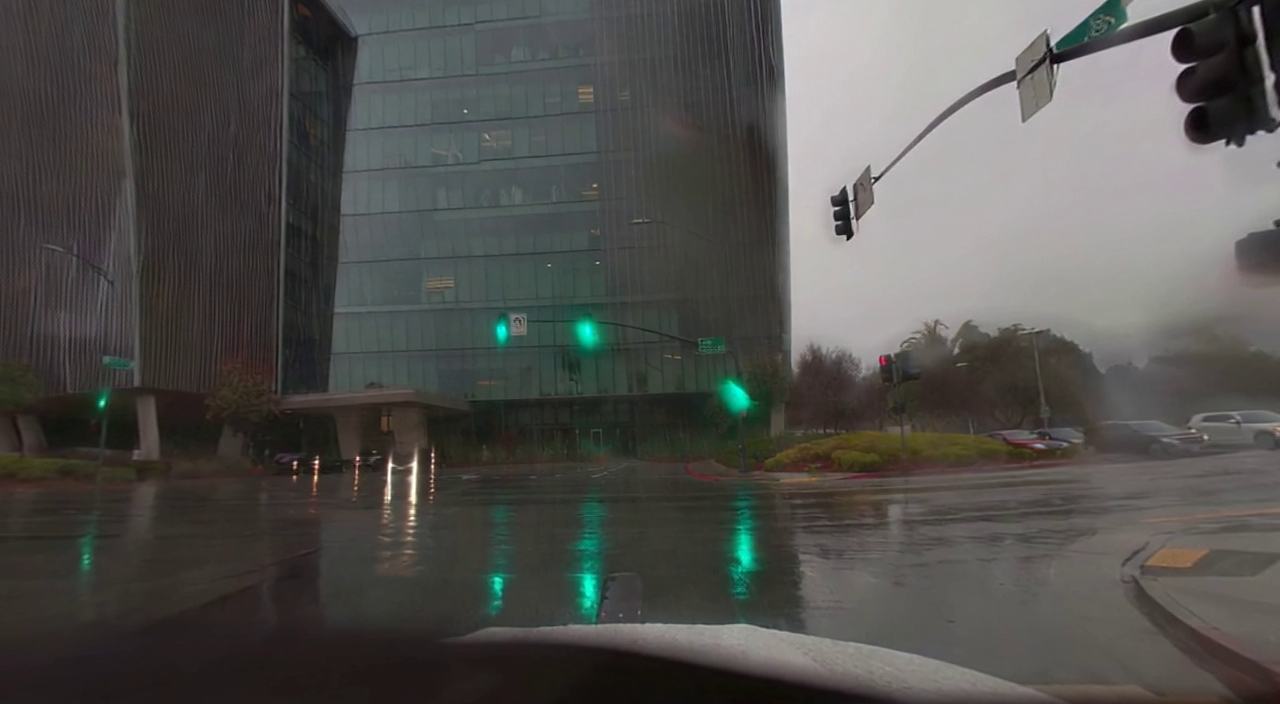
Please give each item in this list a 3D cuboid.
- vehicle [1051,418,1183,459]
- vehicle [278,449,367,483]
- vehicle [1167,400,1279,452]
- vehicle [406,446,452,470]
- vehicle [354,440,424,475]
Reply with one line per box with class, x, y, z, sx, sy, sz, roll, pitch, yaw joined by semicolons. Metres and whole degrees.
vehicle;19.071;3.519;25.493;1.834;1.480;4.458;0;-9;-1
vehicle;-14.808;5.309;29.653;1.790;1.437;4.349;0;-9;2
vehicle;24.405;3.024;25.186;2.109;1.836;5.080;-2;-10;0
vehicle;-15.135;7.606;45.364;1.932;1.605;4.146;1;-9;-1
vehicle;-14.895;6.305;37.741;2.091;1.915;5.040;0;-9;0
